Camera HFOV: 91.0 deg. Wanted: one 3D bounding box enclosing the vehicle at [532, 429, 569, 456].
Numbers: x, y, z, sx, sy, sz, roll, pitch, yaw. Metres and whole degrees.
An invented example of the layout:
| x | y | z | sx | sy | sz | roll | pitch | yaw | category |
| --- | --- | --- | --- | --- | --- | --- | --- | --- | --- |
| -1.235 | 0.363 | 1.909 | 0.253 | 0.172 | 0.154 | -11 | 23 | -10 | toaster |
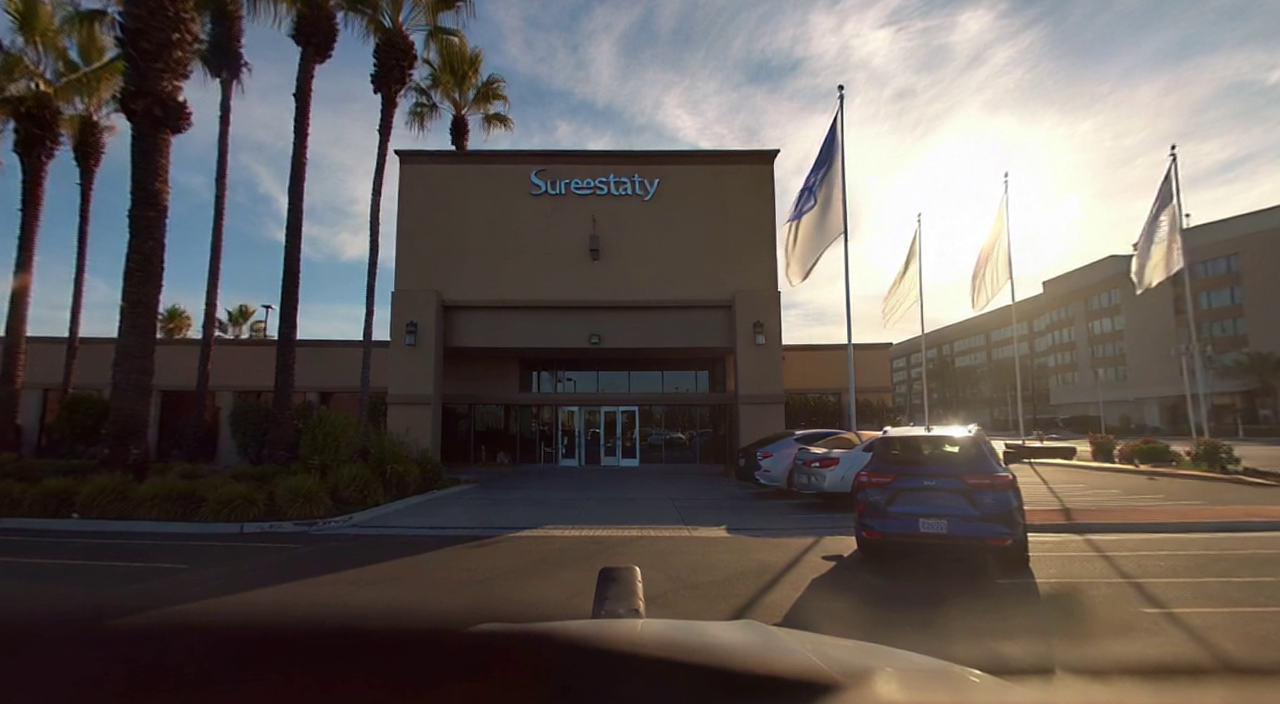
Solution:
| x | y | z | sx | sy | sz | roll | pitch | yaw | category |
| --- | --- | --- | --- | --- | --- | --- | --- | --- | --- |
| -6.498 | 6.685 | 46.217 | 1.943 | 1.890 | 4.472 | 0 | -9 | 2 | vehicle |

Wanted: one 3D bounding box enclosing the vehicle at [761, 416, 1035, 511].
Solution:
| x | y | z | sx | sy | sz | roll | pitch | yaw | category |
| --- | --- | --- | --- | --- | --- | --- | --- | --- | --- |
| 4.893 | 2.181 | 12.503 | 4.567 | 1.723 | 1.926 | 0 | -8 | 0 | vehicle |
